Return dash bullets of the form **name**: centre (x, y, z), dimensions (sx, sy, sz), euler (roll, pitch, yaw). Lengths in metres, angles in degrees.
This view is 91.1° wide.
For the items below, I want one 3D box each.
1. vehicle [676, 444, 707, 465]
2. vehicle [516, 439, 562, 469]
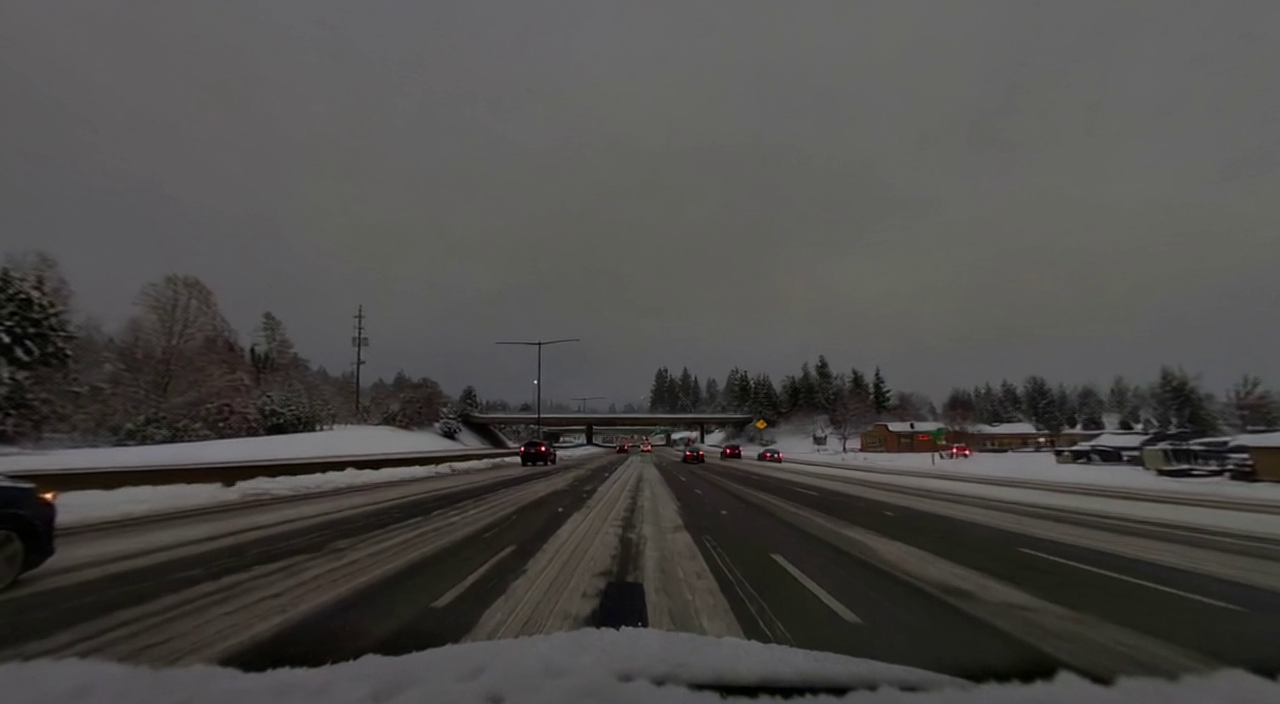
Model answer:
- **vehicle**: centre (3.771, 7.558, 46.381), dimensions (1.950, 1.453, 3.378), euler (0, -8, -1)
- **vehicle**: centre (-6.298, 6.370, 39.541), dimensions (2.091, 1.746, 4.437), euler (0, -8, 1)
